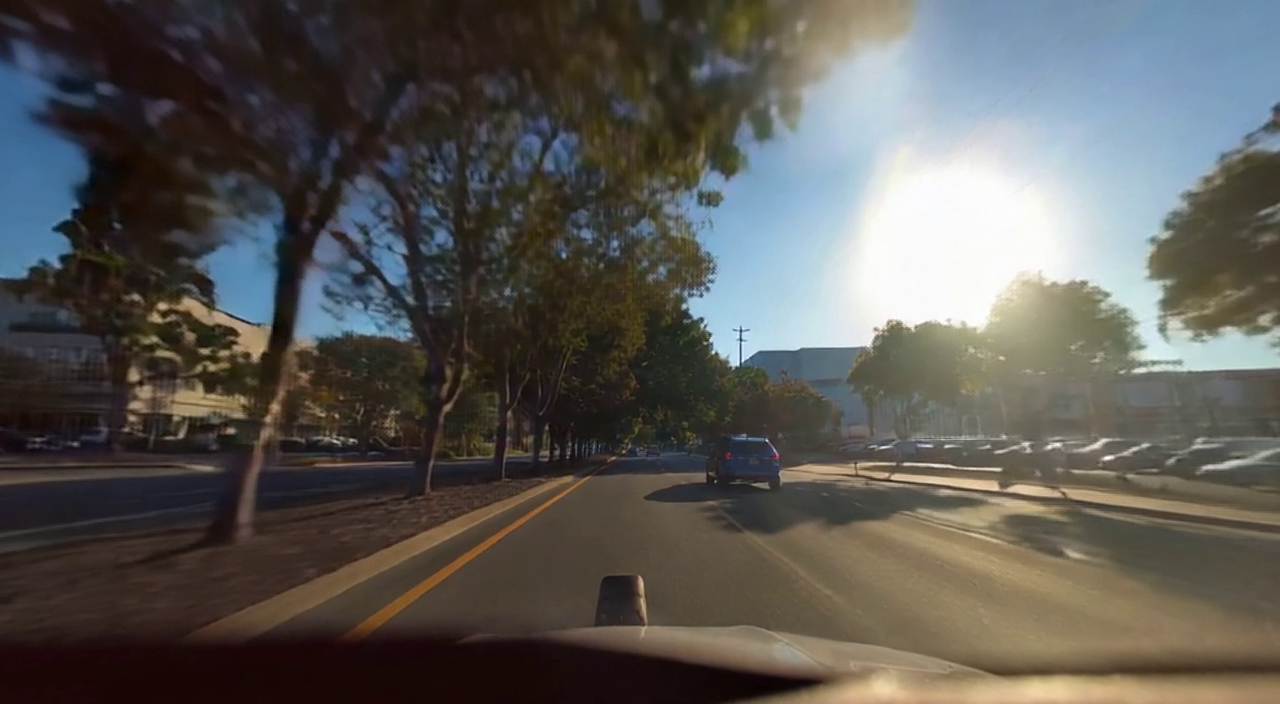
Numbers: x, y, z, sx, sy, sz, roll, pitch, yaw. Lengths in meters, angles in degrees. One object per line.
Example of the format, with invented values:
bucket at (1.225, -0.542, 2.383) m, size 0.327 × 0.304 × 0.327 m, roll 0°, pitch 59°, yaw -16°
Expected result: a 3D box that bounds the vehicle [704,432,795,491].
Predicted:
vehicle at (3.394, 3.500, 20.520) m, size 2.072 × 1.696 × 4.177 m, roll 0°, pitch -8°, yaw -2°
